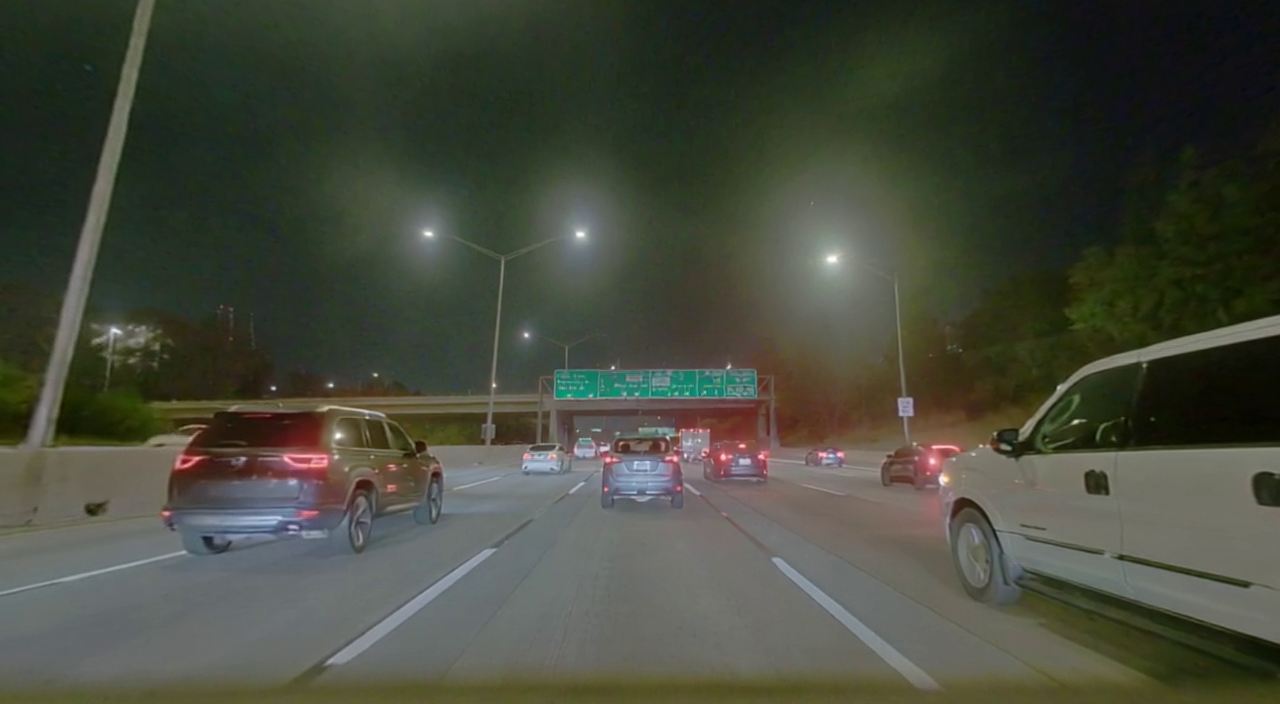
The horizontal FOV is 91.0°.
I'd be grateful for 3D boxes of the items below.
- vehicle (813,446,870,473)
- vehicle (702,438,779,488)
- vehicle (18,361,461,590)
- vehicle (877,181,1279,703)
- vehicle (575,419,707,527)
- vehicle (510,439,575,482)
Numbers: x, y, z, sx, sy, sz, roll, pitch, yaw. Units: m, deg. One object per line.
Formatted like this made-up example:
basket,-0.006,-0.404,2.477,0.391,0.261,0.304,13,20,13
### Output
vehicle,12.169,6.506,38.344,1.797,1.557,4.653,1,-9,-2
vehicle,3.546,4.025,23.124,2.022,1.633,4.651,1,-9,-1
vehicle,-4.573,1.589,8.920,2.212,2.101,6.052,0,-9,0
vehicle,3.476,0.695,3.439,2.300,2.242,5.327,0,-9,0
vehicle,0.040,2.320,12.588,2.181,1.756,4.167,0,-9,0
vehicle,-4.106,4.649,27.257,1.982,1.655,4.604,0,-9,1
